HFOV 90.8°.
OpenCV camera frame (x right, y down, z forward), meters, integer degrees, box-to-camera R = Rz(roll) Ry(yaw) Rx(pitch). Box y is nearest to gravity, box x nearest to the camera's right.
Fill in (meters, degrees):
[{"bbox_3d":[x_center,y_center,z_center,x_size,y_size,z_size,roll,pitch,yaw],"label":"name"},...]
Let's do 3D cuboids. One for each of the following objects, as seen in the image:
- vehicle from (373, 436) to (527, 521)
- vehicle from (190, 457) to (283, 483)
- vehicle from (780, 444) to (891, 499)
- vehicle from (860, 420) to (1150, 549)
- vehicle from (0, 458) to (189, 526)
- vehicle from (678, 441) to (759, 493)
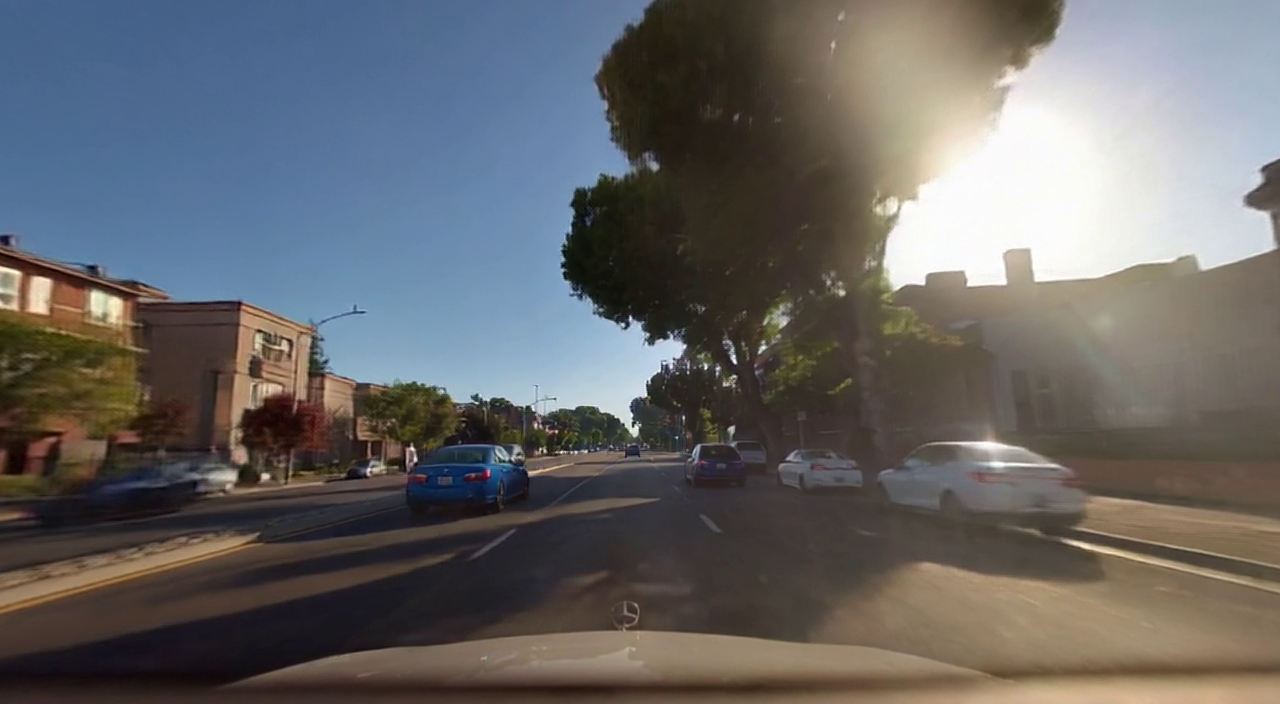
[{"bbox_3d":[-3.823,2.599,13.568,2.062,1.527,4.044,0,-8,0],"label":"vehicle"},{"bbox_3d":[-24.177,7.060,37.935,4.398,1.486,1.837,-1,-8,3],"label":"vehicle"},{"bbox_3d":[5.819,3.593,19.456,1.905,1.471,4.596,0,-8,-1],"label":"vehicle"},{"bbox_3d":[6.035,2.240,11.522,2.085,1.782,5.258,0,-8,-1],"label":"vehicle"},{"bbox_3d":[-14.968,3.696,17.276,1.907,1.494,4.549,0,-8,0],"label":"vehicle"},{"bbox_3d":[2.402,3.663,20.517,1.978,1.471,4.426,0,-8,-1],"label":"vehicle"}]
